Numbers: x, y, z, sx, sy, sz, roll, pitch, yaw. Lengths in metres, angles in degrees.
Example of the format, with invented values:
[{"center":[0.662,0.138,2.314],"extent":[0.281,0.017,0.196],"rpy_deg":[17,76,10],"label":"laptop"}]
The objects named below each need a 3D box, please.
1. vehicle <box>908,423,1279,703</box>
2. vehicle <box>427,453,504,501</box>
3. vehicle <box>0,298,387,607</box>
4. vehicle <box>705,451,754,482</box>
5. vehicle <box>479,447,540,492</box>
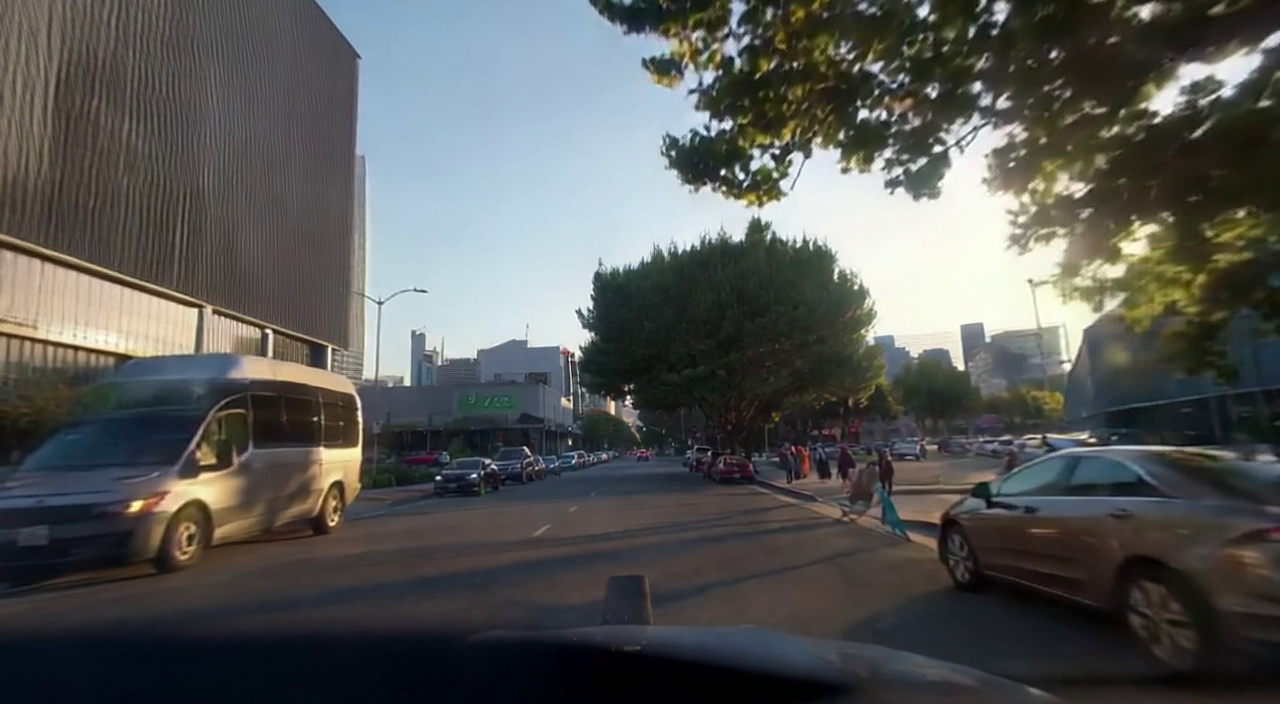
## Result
[{"center":[4.090,1.362,4.792],"extent":[2.091,1.501,4.245],"rpy_deg":[0,-9,-2],"label":"vehicle"},{"center":[-6.661,4.786,24.593],"extent":[1.917,1.487,4.659],"rpy_deg":[-2,-8,-3],"label":"vehicle"},{"center":[-6.829,1.450,10.002],"extent":[2.851,3.375,6.057],"rpy_deg":[0,-8,2],"label":"vehicle"},{"center":[4.753,6.138,34.098],"extent":[1.973,1.494,4.867],"rpy_deg":[0,-9,0],"label":"vehicle"},{"center":[-6.456,5.799,31.668],"extent":[2.238,1.891,4.780],"rpy_deg":[-1,-7,-3],"label":"vehicle"}]
